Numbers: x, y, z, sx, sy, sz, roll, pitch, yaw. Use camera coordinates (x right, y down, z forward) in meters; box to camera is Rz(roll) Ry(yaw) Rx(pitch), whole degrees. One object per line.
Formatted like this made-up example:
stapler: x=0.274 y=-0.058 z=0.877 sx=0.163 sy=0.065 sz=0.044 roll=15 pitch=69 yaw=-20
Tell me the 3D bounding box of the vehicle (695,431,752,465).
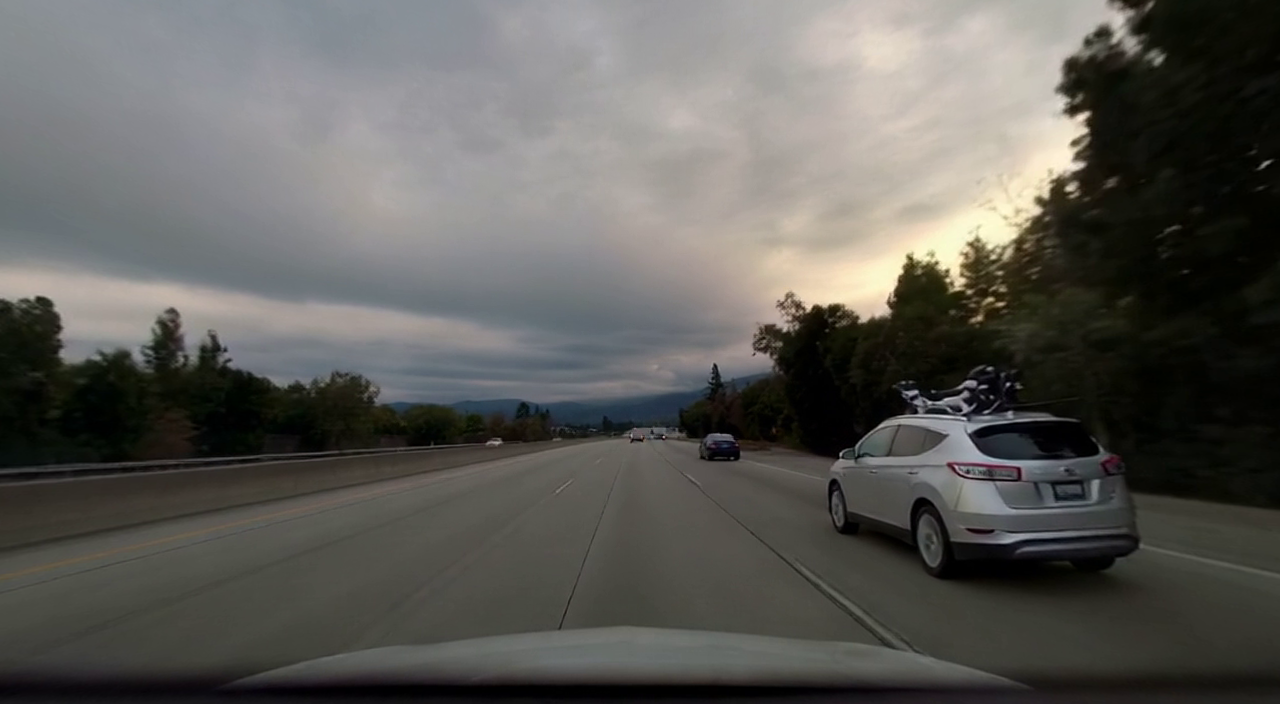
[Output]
vehicle: x=3.721 y=4.371 z=28.867 sx=1.911 sy=1.449 sz=3.776 roll=0 pitch=-8 yaw=-3
